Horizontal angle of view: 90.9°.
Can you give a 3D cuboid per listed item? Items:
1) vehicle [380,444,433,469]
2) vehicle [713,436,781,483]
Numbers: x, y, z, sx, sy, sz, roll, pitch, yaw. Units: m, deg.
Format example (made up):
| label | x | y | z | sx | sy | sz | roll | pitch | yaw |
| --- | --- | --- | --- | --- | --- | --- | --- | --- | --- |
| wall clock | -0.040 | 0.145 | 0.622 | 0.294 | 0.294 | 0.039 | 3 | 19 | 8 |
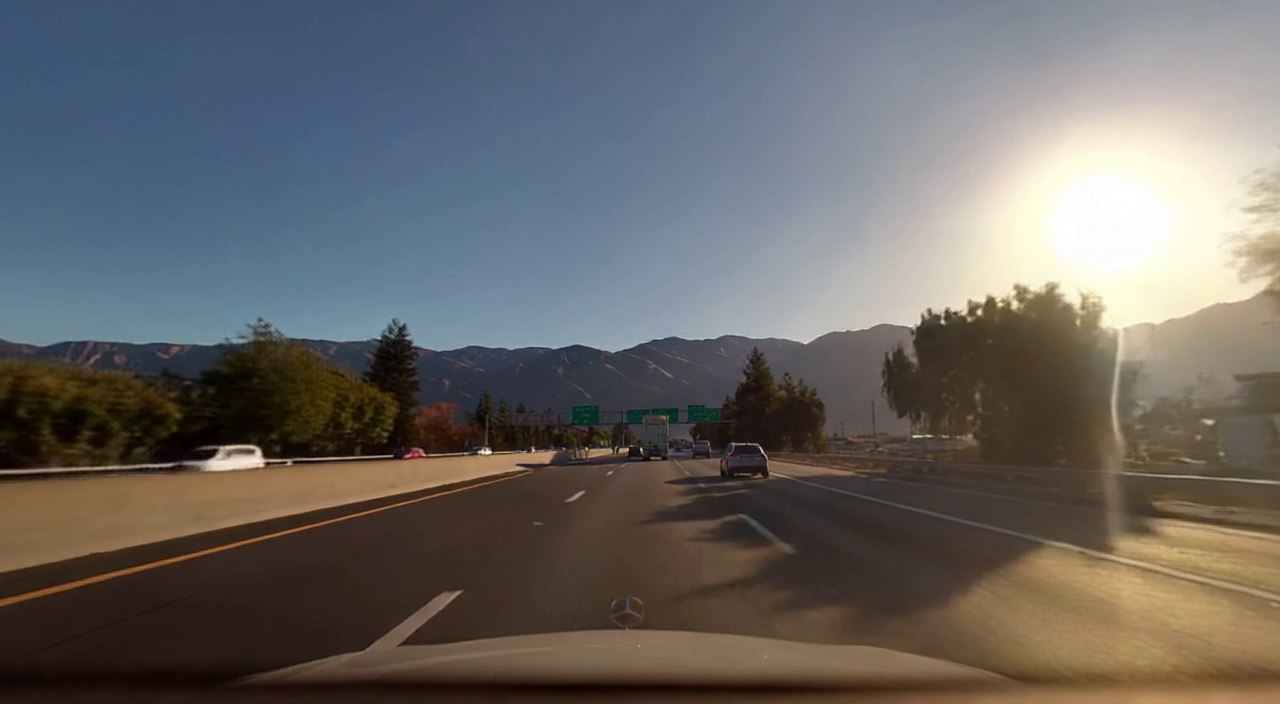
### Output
| label | x | y | z | sx | sy | sz | roll | pitch | yaw |
| --- | --- | --- | --- | --- | --- | --- | --- | --- | --- |
| vehicle | -17.503 | 7.858 | 47.537 | 2.032 | 1.684 | 5.065 | 1 | -8 | 1 |
| vehicle | 4.005 | 4.088 | 24.225 | 1.880 | 1.624 | 3.941 | 0 | -8 | 0 |
